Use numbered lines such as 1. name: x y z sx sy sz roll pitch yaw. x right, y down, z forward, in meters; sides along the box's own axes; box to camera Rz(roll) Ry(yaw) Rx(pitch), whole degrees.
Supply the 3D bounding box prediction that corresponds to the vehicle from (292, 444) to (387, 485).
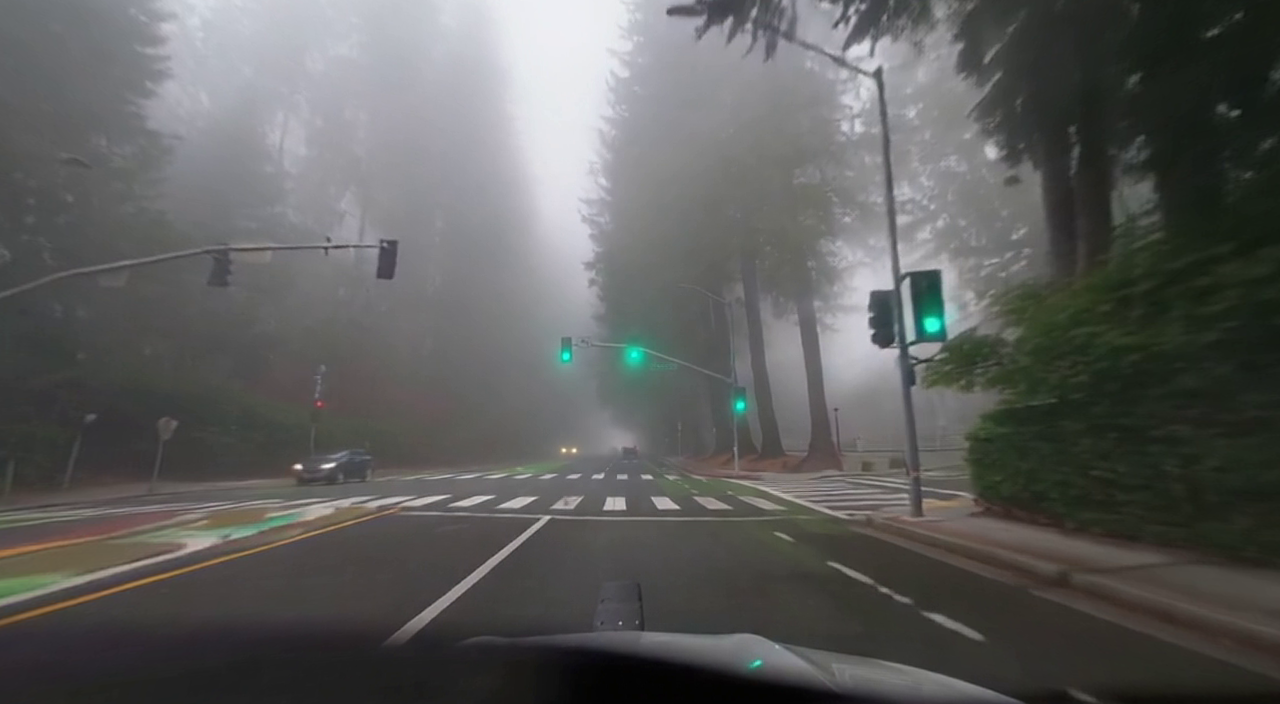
1. vehicle: -14.450 5.411 30.757 2.113 1.804 4.732 0 -8 2
